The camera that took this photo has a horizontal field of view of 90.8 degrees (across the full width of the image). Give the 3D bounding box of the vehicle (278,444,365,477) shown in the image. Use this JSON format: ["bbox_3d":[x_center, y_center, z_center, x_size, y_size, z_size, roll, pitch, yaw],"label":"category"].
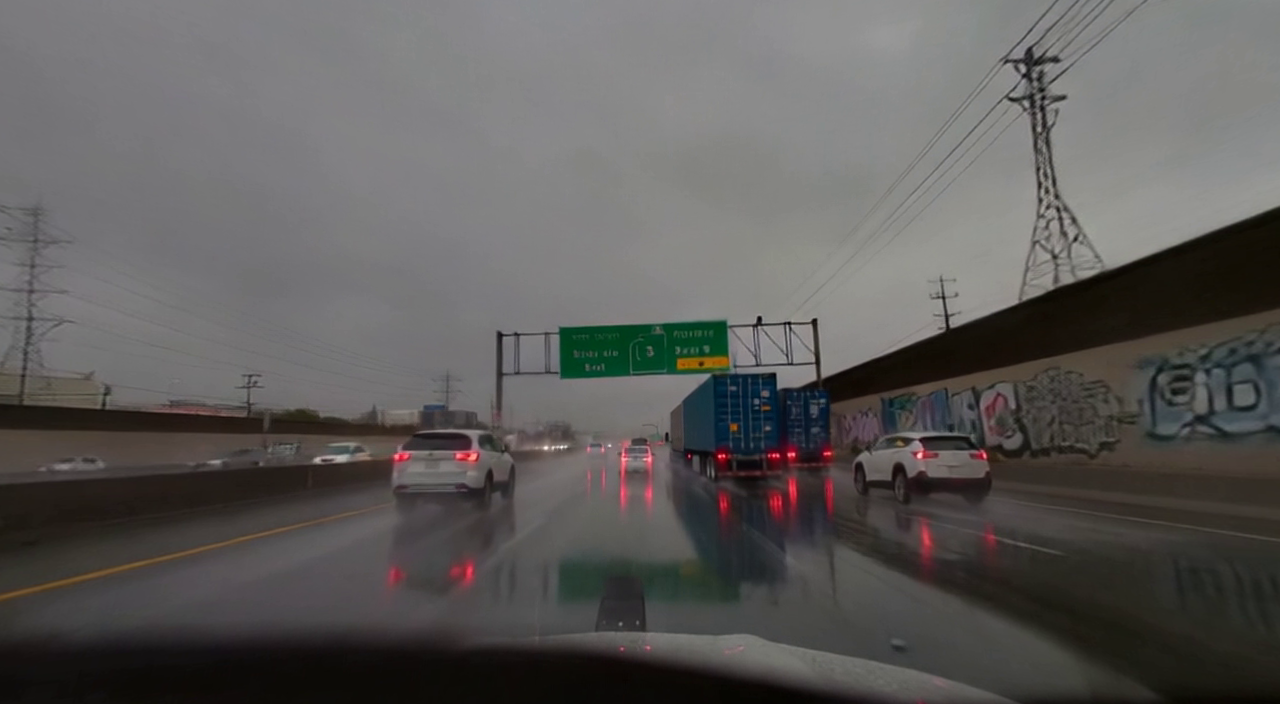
[{"bbox_3d":[-15.813,5.383,31.704,1.920,1.507,4.968,0,-9,-2],"label":"vehicle"}]

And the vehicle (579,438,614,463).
[{"bbox_3d":[-3.289,7.614,48.977,2.243,1.820,4.473,0,-9,2],"label":"vehicle"}]

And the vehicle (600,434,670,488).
[{"bbox_3d":[-0.158,3.727,21.856,2.191,1.685,4.015,0,-9,0],"label":"vehicle"}]

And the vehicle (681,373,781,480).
[{"bbox_3d":[3.887,3.806,30.578,2.800,4.039,13.179,0,-9,0],"label":"vehicle"}]

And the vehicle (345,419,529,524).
[{"bbox_3d":[-3.955,2.434,13.368,2.264,1.804,4.584,0,-9,1],"label":"vehicle"}]

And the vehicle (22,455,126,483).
[{"bbox_3d":[-32.689,6.730,36.712,1.823,1.464,4.887,1,-9,-5],"label":"vehicle"}]

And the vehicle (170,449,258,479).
[{"bbox_3d":[-22.706,5.959,33.892,1.774,1.432,4.377,0,-9,-2],"label":"vehicle"}]

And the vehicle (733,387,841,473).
[{"bbox_3d":[7.858,4.633,36.135,2.868,4.017,12.827,0,-9,-1],"label":"vehicle"}]

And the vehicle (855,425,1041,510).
[{"bbox_3d":[7.148,2.736,15.411,2.202,1.731,4.628,0,-9,0],"label":"vehicle"}]
